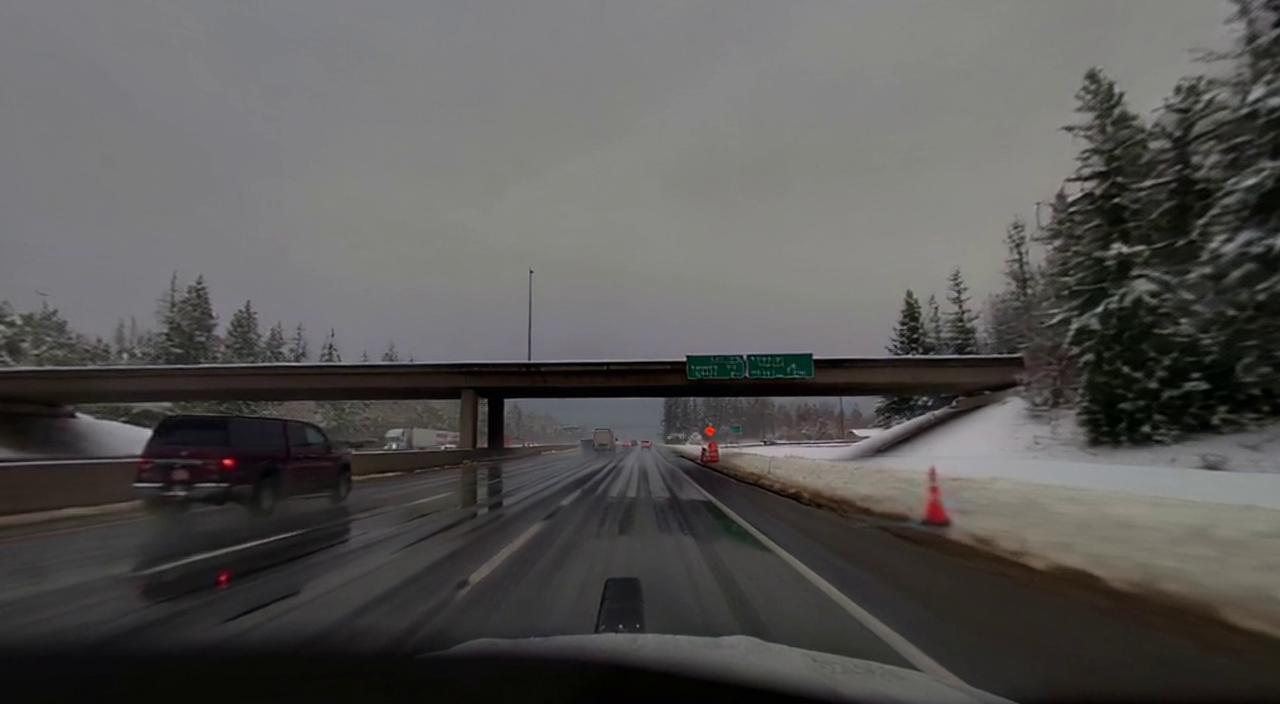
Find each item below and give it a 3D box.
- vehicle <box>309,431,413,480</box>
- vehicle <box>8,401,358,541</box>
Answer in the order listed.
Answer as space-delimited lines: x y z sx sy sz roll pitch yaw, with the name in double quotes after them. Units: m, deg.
-10.498 3.933 24.105 1.964 1.662 4.367 0 -8 0 "vehicle"
-6.977 1.889 10.593 2.103 1.775 4.966 0 -8 0 "vehicle"
